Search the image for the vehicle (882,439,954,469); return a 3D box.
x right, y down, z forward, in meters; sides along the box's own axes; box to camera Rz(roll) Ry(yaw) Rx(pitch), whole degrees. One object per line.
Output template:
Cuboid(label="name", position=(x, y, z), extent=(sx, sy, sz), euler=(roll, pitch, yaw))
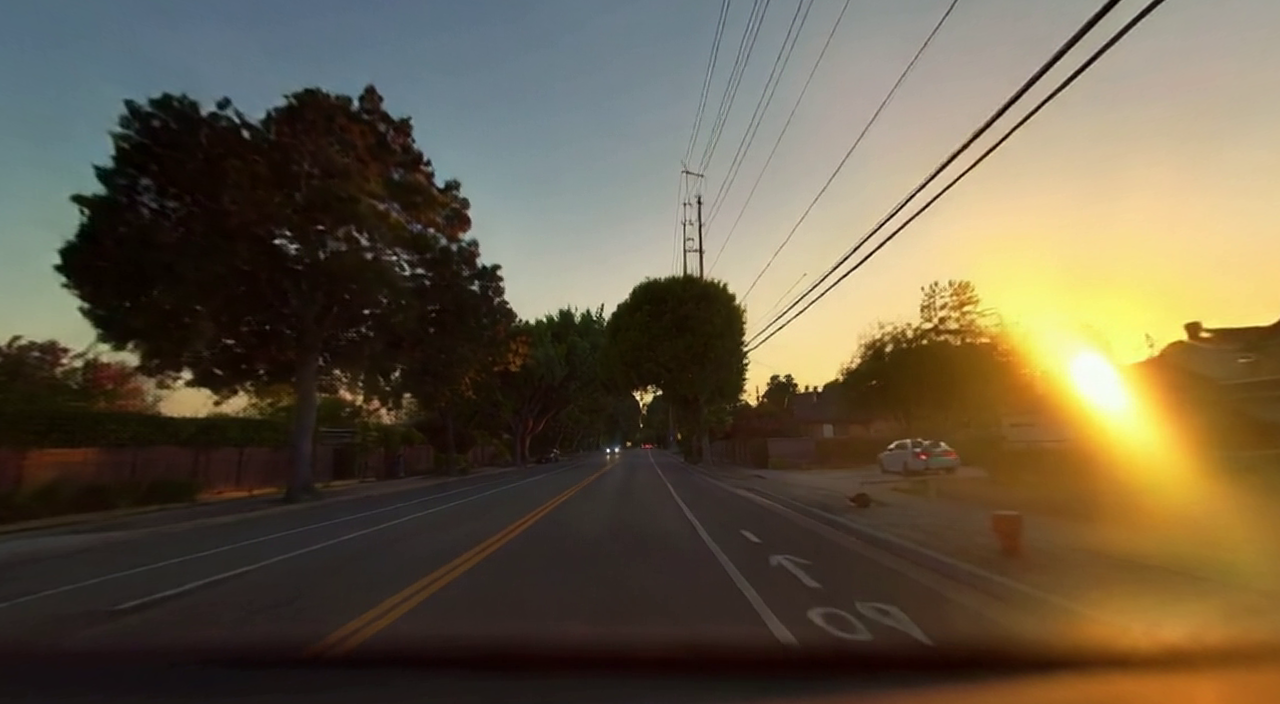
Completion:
Cuboid(label="vehicle", position=(14.672, 5.375, 33.620), extent=(1.810, 1.470, 4.551), euler=(0, -8, 0))
